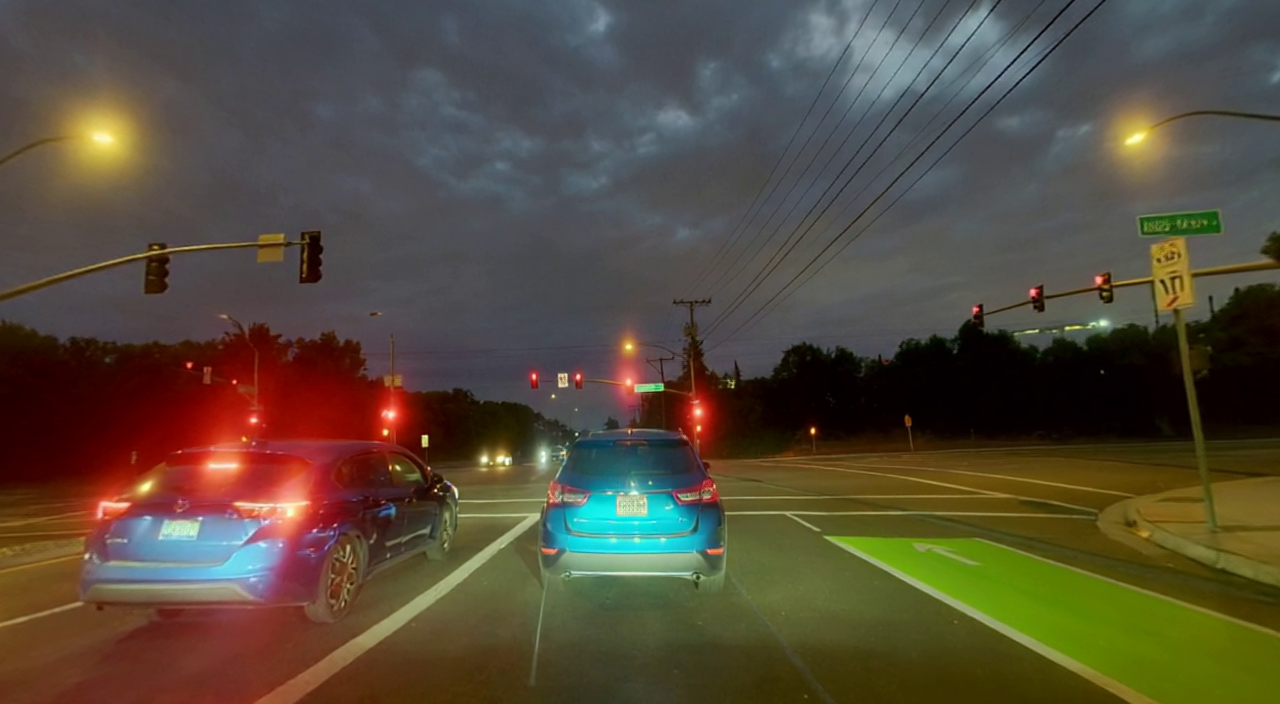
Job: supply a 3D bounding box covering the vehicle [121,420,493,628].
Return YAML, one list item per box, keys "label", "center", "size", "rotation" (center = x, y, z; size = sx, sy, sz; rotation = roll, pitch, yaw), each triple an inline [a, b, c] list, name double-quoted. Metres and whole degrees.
- label: "vehicle"
  center: [-2.915, 1.593, 6.646]
  size: [1.726, 1.506, 3.840]
  rotation: [0, -10, 1]

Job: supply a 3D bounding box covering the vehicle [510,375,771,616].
- label: "vehicle"
  center: [-0.032, 1.562, 7.645]
  size: [2.036, 1.885, 5.196]
  rotation: [0, -10, -1]

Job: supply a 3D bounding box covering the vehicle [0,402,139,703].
- label: "vehicle"
  center: [-3.482, 0.651, 0.317]
  size: [2.138, 1.488, 5.327]
  rotation: [0, -8, 0]
